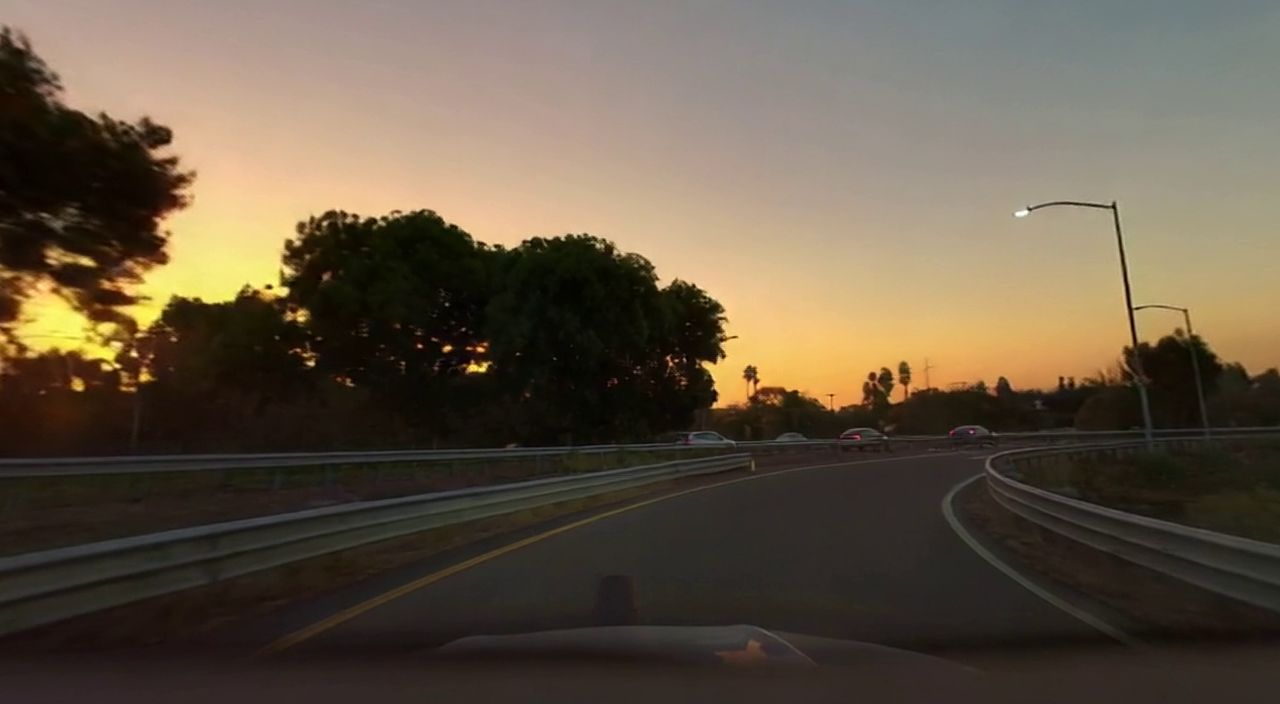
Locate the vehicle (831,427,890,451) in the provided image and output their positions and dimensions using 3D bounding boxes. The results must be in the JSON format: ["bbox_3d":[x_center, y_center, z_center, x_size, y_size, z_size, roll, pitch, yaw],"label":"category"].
[{"bbox_3d":[15.038,5.964,42.839,3.990,1.549,1.971,8,-11,-40],"label":"vehicle"}]

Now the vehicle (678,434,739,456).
[{"bbox_3d":[5.419,7.316,49.290,4.957,1.593,1.871,8,-12,-41],"label":"vehicle"}]
